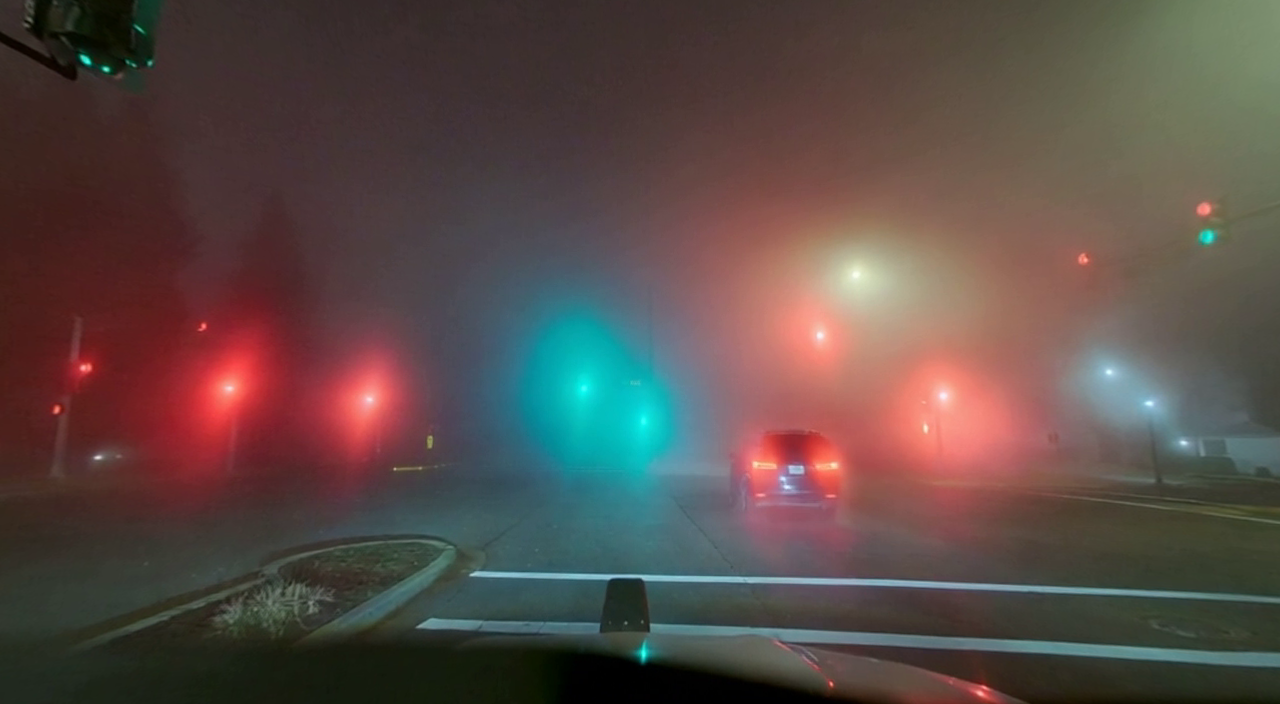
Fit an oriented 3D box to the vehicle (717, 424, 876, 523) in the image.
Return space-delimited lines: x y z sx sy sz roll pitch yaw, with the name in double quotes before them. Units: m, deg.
"vehicle" 2.999 2.456 13.337 2.150 1.706 4.754 0 -8 0
